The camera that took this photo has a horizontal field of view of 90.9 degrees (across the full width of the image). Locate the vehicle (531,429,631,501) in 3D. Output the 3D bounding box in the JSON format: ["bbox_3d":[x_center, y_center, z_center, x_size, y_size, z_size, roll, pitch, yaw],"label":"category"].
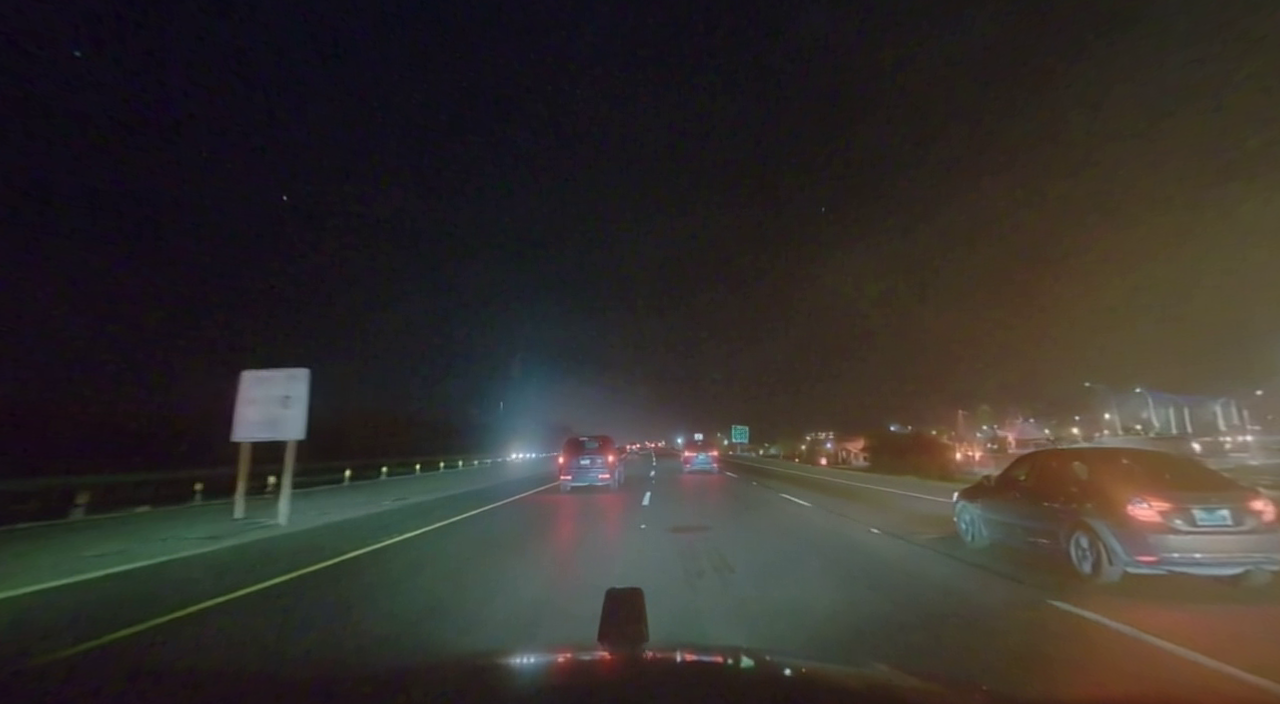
[{"bbox_3d":[-1.485,3.128,17.915,2.239,1.761,4.620,-1,-8,2],"label":"vehicle"}]

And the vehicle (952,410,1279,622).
[{"bbox_3d":[5.678,1.570,7.112,2.027,1.588,4.611,0,-8,1],"label":"vehicle"}]

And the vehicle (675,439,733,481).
[{"bbox_3d":[2.547,4.391,25.972,2.000,1.558,3.945,0,-8,1],"label":"vehicle"}]
